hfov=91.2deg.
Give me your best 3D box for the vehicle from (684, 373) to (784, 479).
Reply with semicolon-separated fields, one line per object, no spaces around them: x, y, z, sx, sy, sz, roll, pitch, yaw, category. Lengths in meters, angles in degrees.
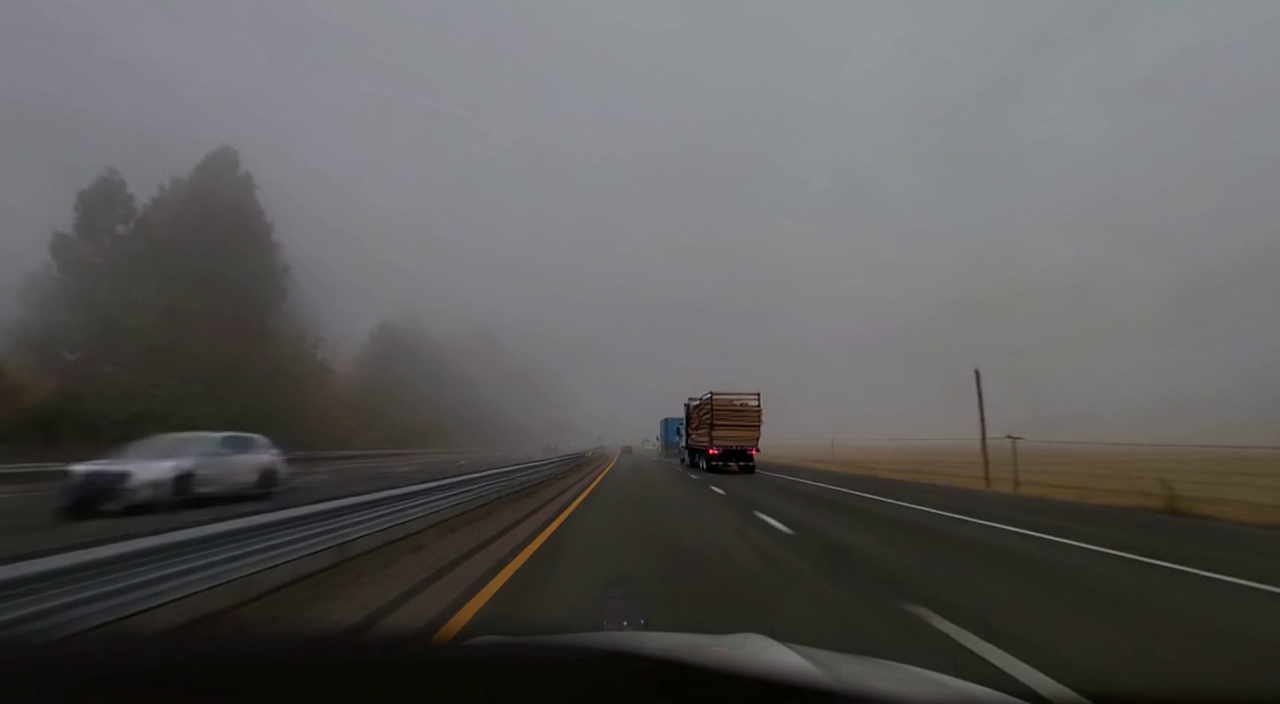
4.081;3.803;31.079;3.024;4.065;13.796;0;-8;1;vehicle
